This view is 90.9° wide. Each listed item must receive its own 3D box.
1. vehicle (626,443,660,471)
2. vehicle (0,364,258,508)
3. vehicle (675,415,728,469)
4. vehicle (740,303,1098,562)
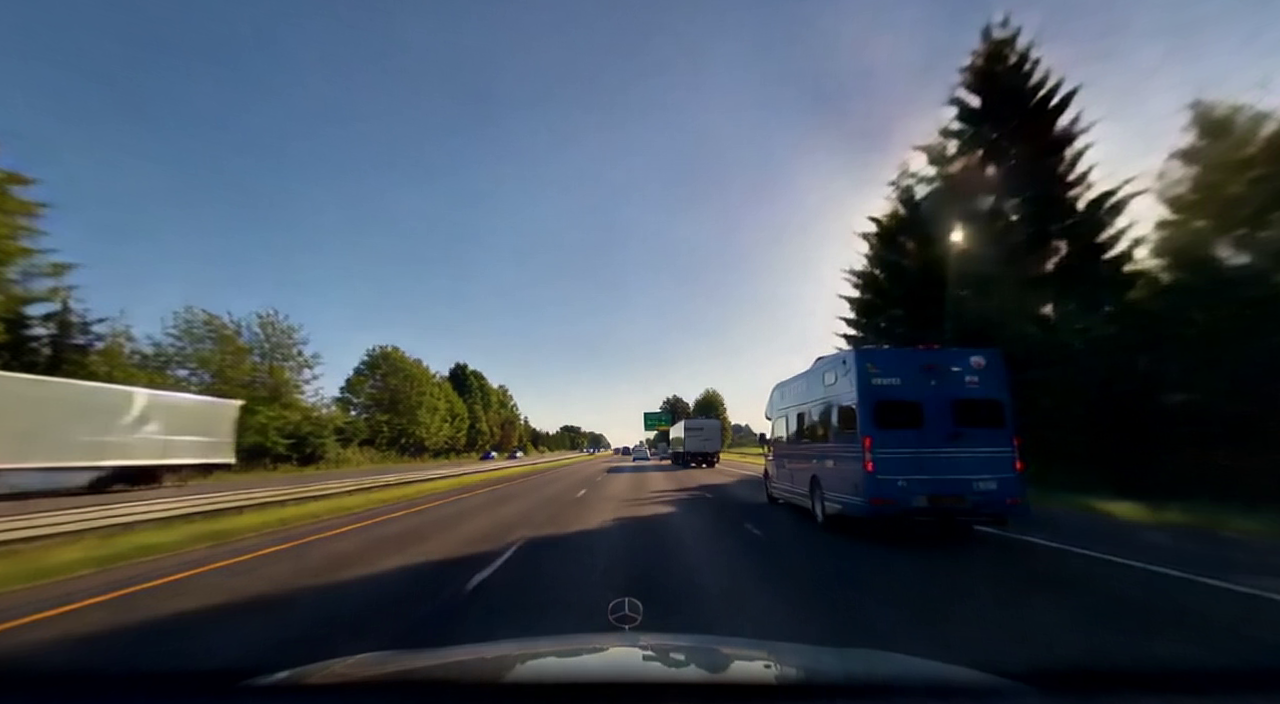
[{"bbox_3d":[0.180,6.862,41.335,2.151,1.678,3.923,0,-9,0],"label":"vehicle"},{"bbox_3d":[-19.382,2.838,20.697,3.059,3.980,16.984,0,-9,0],"label":"vehicle"},{"bbox_3d":[4.301,6.600,46.061,2.931,3.530,8.760,0,-9,0],"label":"vehicle"},{"bbox_3d":[3.801,1.462,11.026,2.698,3.001,7.323,0,-9,-1],"label":"vehicle"}]
